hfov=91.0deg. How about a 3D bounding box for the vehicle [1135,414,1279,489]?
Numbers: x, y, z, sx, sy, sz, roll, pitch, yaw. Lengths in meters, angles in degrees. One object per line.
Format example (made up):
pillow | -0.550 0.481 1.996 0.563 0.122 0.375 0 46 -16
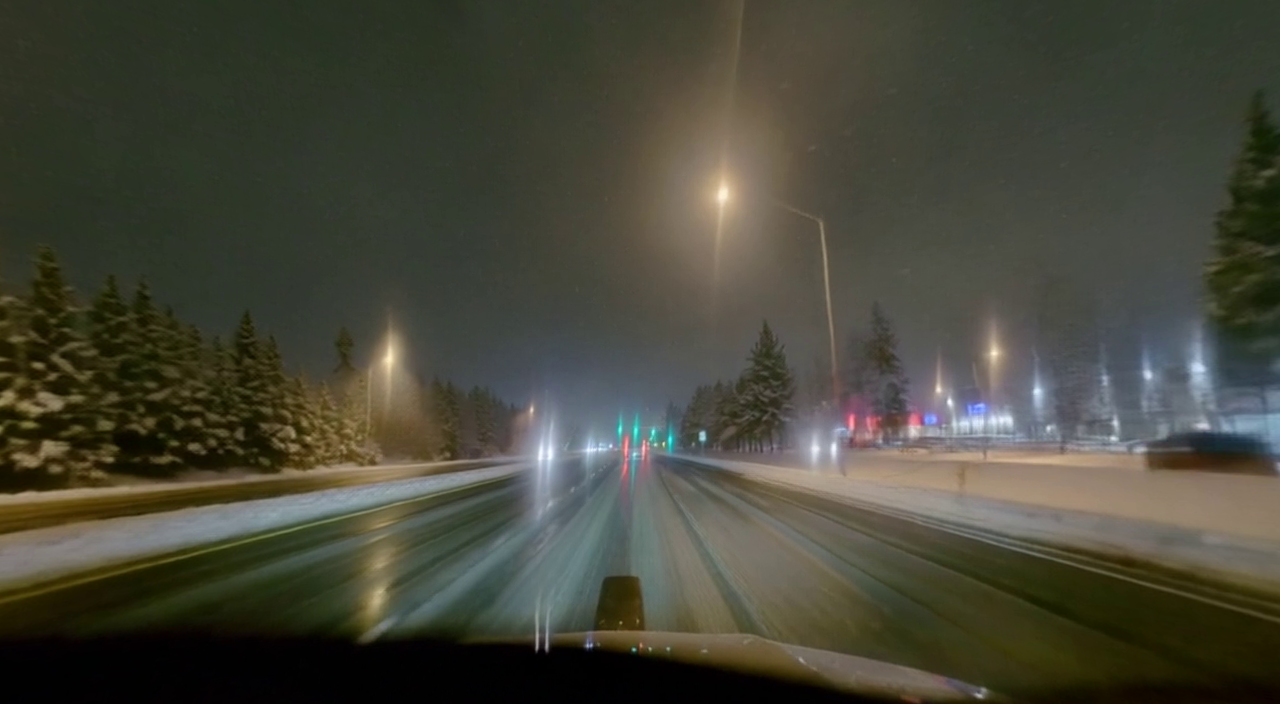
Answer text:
vehicle | 18.162 2.912 18.473 2.288 1.963 5.983 1 -9 -2

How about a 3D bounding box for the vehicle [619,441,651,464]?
vehicle | -0.366 7.079 44.434 2.110 1.555 4.431 0 -9 -1
